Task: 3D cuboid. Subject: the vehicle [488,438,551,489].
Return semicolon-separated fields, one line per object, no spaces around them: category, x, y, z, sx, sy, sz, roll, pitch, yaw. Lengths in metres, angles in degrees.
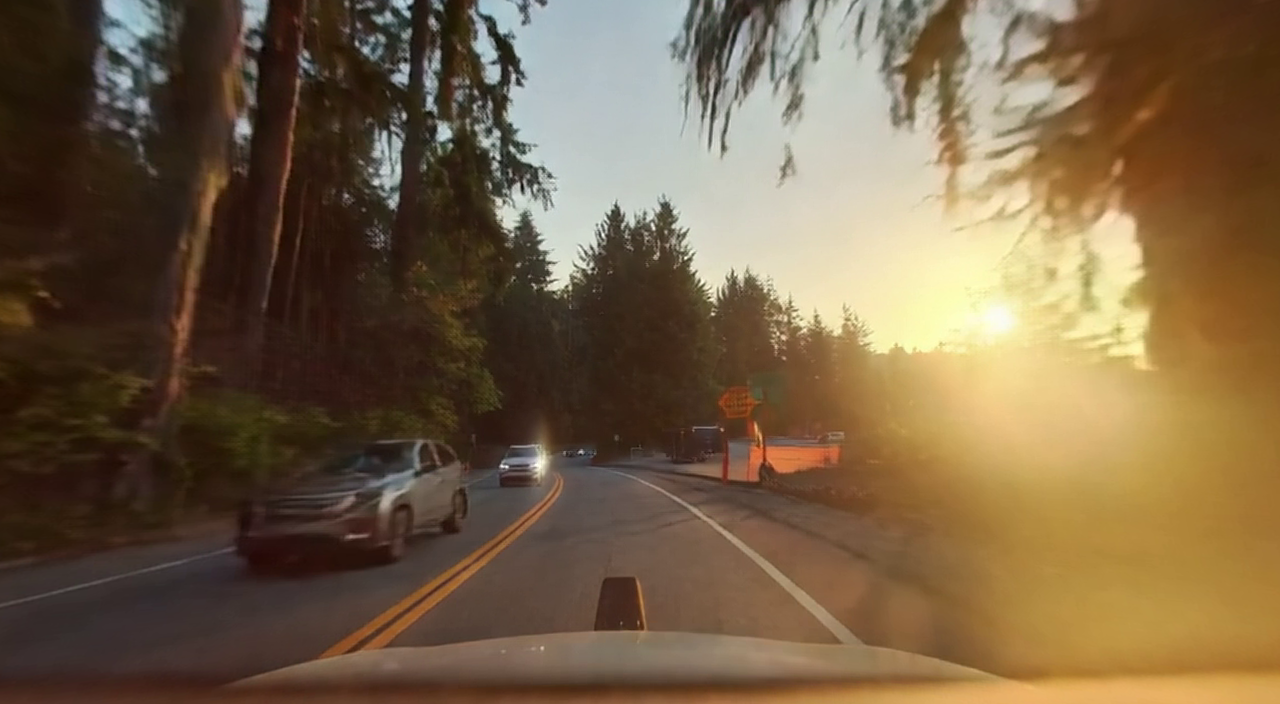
vehicle;-4.631;4.328;24.923;2.057;1.792;4.457;0;-8;-6

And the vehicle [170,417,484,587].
vehicle;-3.835;1.901;9.007;2.177;1.721;4.794;0;-8;-2
